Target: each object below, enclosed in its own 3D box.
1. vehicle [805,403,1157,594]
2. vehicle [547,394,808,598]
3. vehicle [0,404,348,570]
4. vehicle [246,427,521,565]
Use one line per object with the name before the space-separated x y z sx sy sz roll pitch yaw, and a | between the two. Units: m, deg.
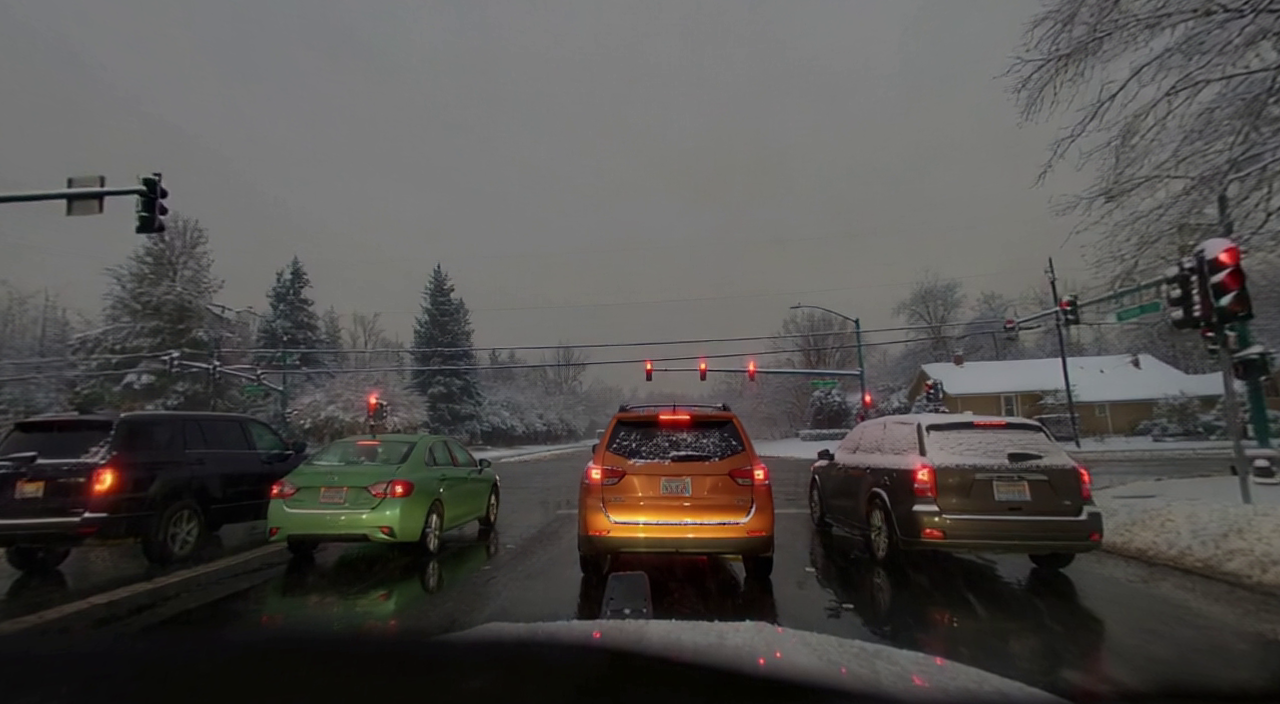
vehicle | 3.535 1.593 7.742 2.047 1.638 4.395 -1 -8 4
vehicle | 0.398 1.523 7.501 2.198 1.708 4.170 0 -8 2
vehicle | -6.627 1.831 9.362 2.075 1.796 4.785 0 -8 3
vehicle | -3.228 1.886 9.101 1.885 1.475 4.359 -1 -8 4
